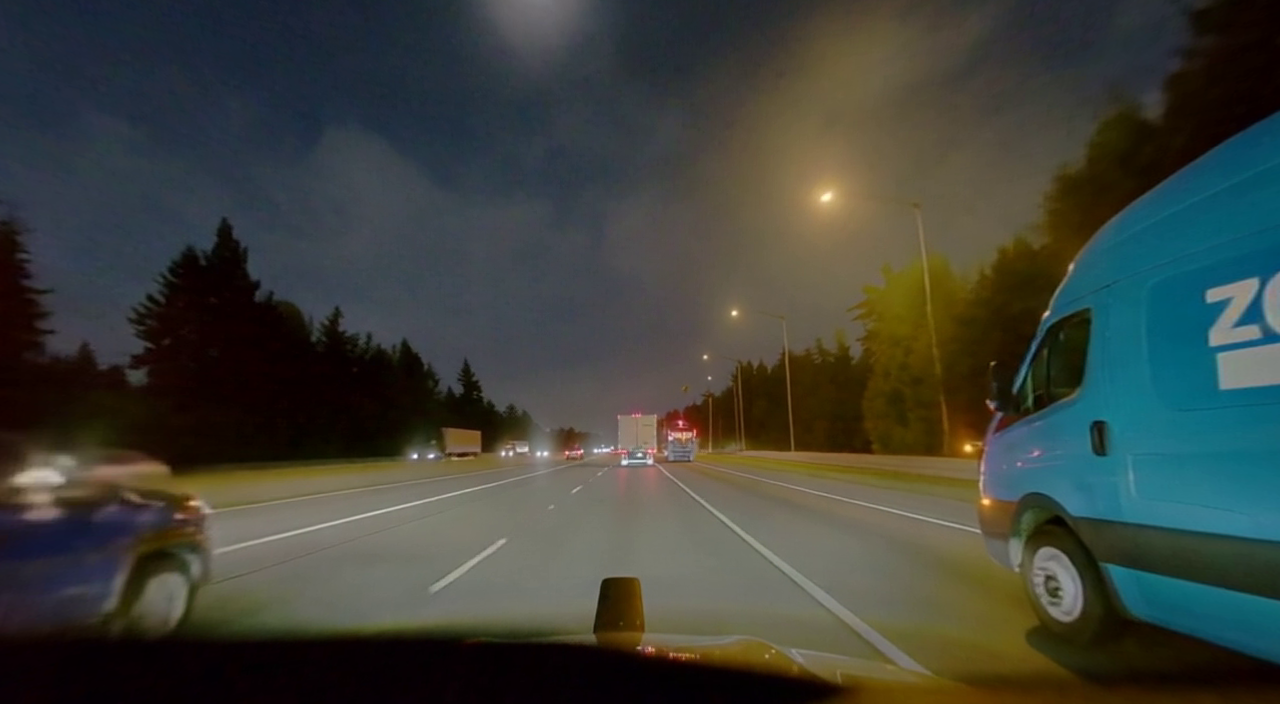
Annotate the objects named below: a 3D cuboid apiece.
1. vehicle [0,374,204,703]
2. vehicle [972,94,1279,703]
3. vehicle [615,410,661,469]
[{"bbox_3d":[-3.773,0.754,1.529,2.175,1.646,4.525,0,-9,0],"label":"vehicle"},{"bbox_3d":[3.671,0.205,1.466,2.338,2.690,6.025,0,-9,-1],"label":"vehicle"},{"bbox_3d":[-0.188,6.947,49.519,3.201,4.019,10.918,0,-9,0],"label":"vehicle"}]
